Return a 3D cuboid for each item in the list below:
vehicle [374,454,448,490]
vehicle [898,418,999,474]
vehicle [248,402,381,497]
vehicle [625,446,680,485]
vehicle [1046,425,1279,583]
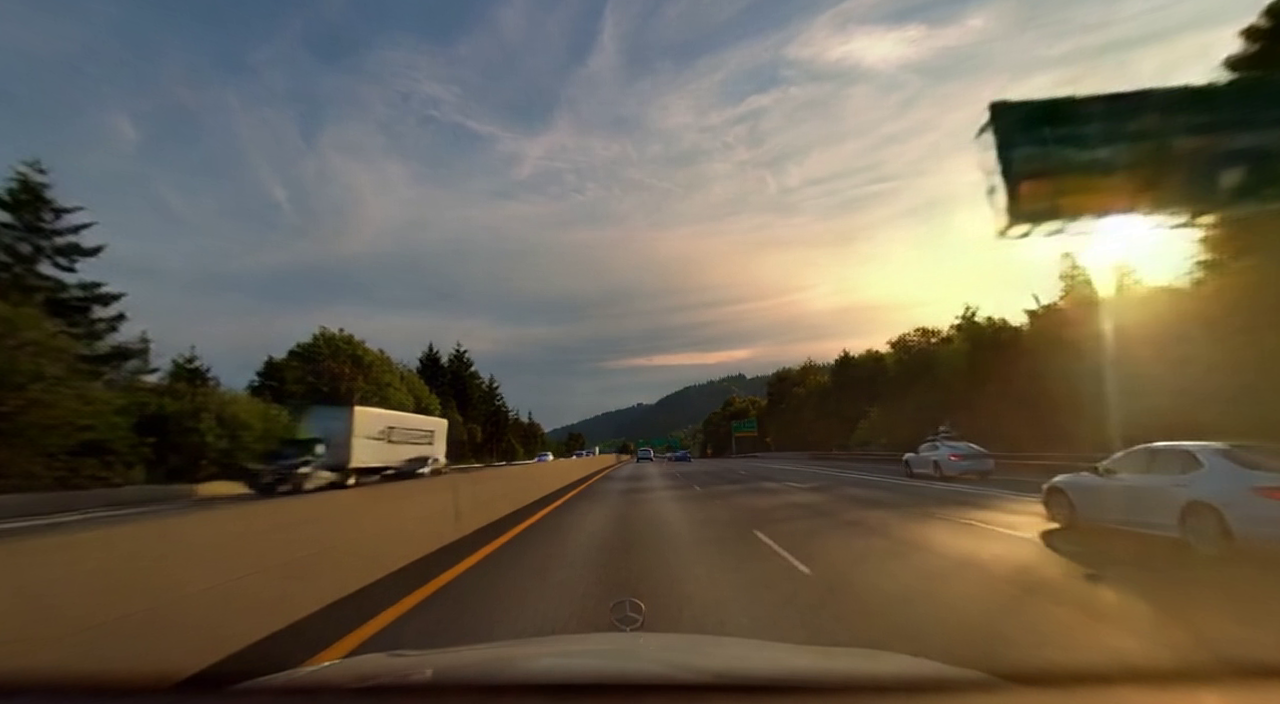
[{"bbox_3d":[-11.255,5.915,31.295,2.090,1.604,4.087,0,-9,1],"label":"vehicle"},{"bbox_3d":[14.674,4.555,30.399,2.115,2.446,5.323,0,-9,0],"label":"vehicle"},{"bbox_3d":[-15.096,4.598,29.870,2.978,4.012,5.911,0,-9,0],"label":"vehicle"},{"bbox_3d":[0.518,4.826,27.102,2.177,1.520,4.278,0,-9,0],"label":"vehicle"},{"bbox_3d":[7.152,1.625,7.110,1.977,1.502,4.670,0,-9,-1],"label":"vehicle"}]
